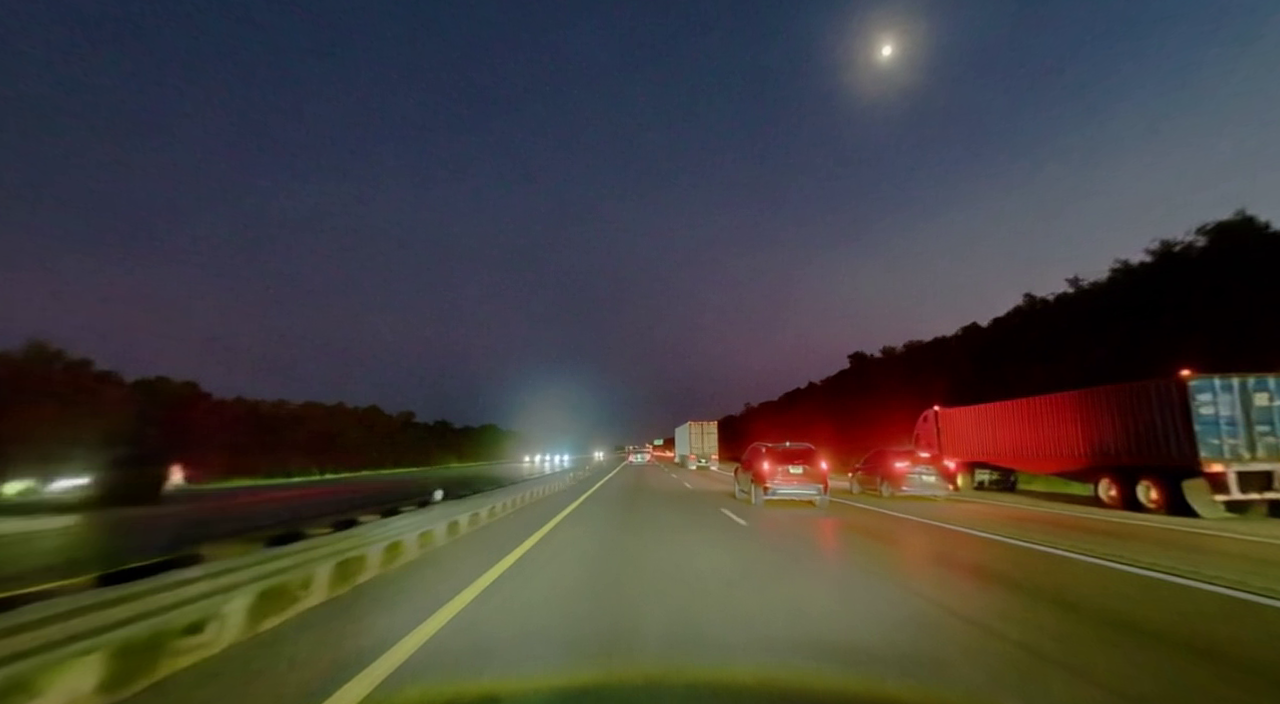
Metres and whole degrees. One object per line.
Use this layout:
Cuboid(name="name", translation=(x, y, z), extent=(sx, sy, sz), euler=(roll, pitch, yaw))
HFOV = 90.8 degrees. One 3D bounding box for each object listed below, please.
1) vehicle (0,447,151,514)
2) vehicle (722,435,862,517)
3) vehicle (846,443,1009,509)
Cuboid(name="vehicle", translation=(-15.126, 3.213, 16.248), extent=(1.856, 1.488, 4.033), euler=(0, -9, -1))
Cuboid(name="vehicle", translation=(3.434, 2.903, 15.287), extent=(2.130, 1.658, 4.537), euler=(0, -9, -2))
Cuboid(name="vehicle", translation=(7.274, 3.165, 16.622), extent=(2.024, 1.471, 4.618), euler=(0, -9, -1))
